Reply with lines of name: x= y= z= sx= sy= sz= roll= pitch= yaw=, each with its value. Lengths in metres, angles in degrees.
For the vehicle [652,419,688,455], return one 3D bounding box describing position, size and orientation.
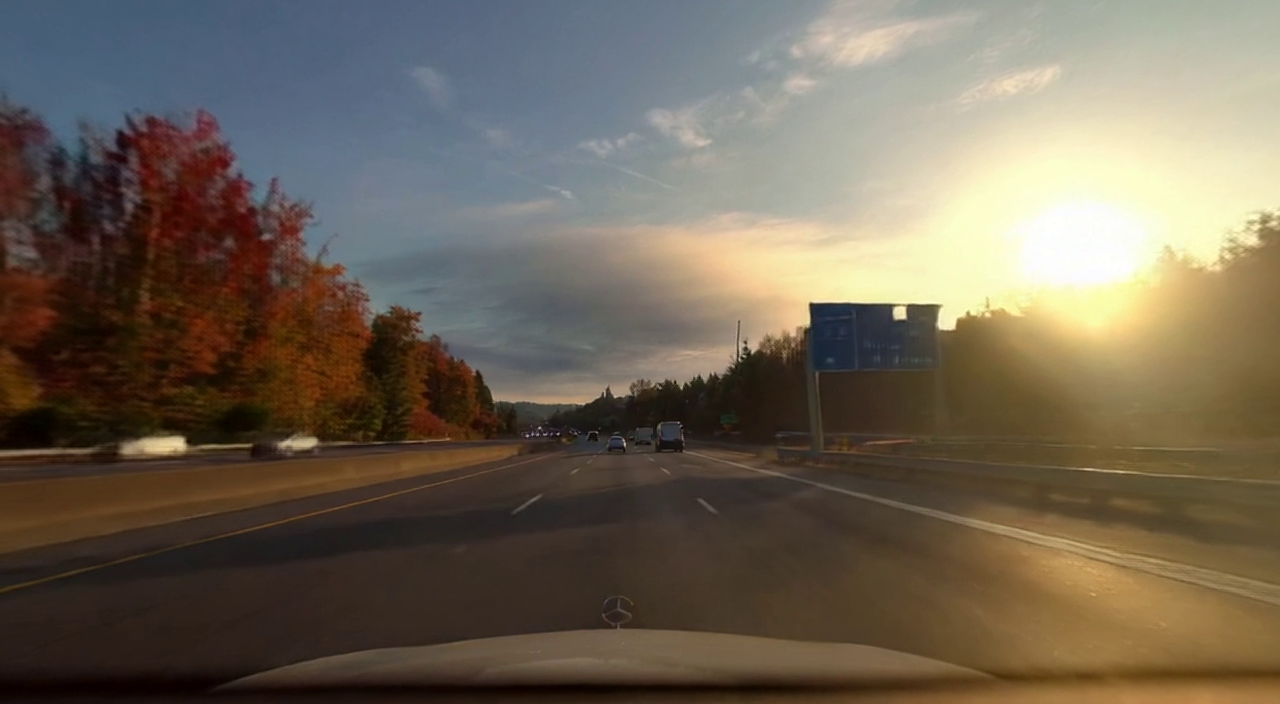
vehicle: x=2.224 y=6.647 z=48.967 sx=2.411 sy=2.614 sz=5.781 roll=0 pitch=-8 yaw=-1
